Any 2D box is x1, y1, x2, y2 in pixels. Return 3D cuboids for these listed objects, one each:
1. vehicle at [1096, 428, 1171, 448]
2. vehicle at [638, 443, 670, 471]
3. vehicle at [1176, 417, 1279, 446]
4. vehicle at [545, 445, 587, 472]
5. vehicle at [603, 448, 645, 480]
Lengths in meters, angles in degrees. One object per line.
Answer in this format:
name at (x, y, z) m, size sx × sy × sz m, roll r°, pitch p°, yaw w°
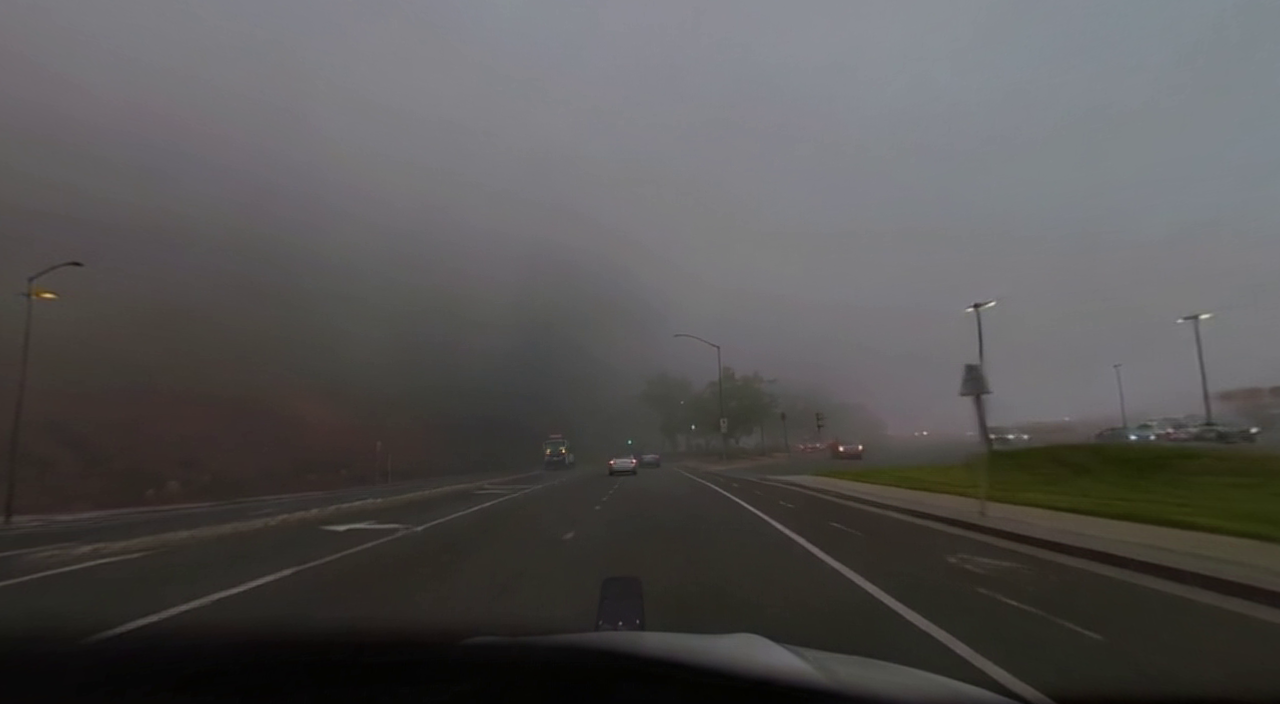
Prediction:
vehicle at (38.353, 6.732, 49.219) m, size 1.810 × 1.442 × 4.420 m, roll 1°, pitch -9°, yaw -11°
vehicle at (0.911, 7.146, 43.384) m, size 2.046 × 1.768 × 4.370 m, roll -1°, pitch -8°, yaw 0°
vehicle at (42.116, 5.648, 45.225) m, size 2.123 × 1.852 × 5.401 m, roll 0°, pitch -6°, yaw -12°
vehicle at (-5.523, 8.004, 47.946) m, size 2.298 × 1.905 × 5.777 m, roll -1°, pitch -8°, yaw 1°
vehicle at (-0.754, 5.407, 30.809) m, size 1.917 × 1.418 × 3.987 m, roll 0°, pitch -8°, yaw -1°
